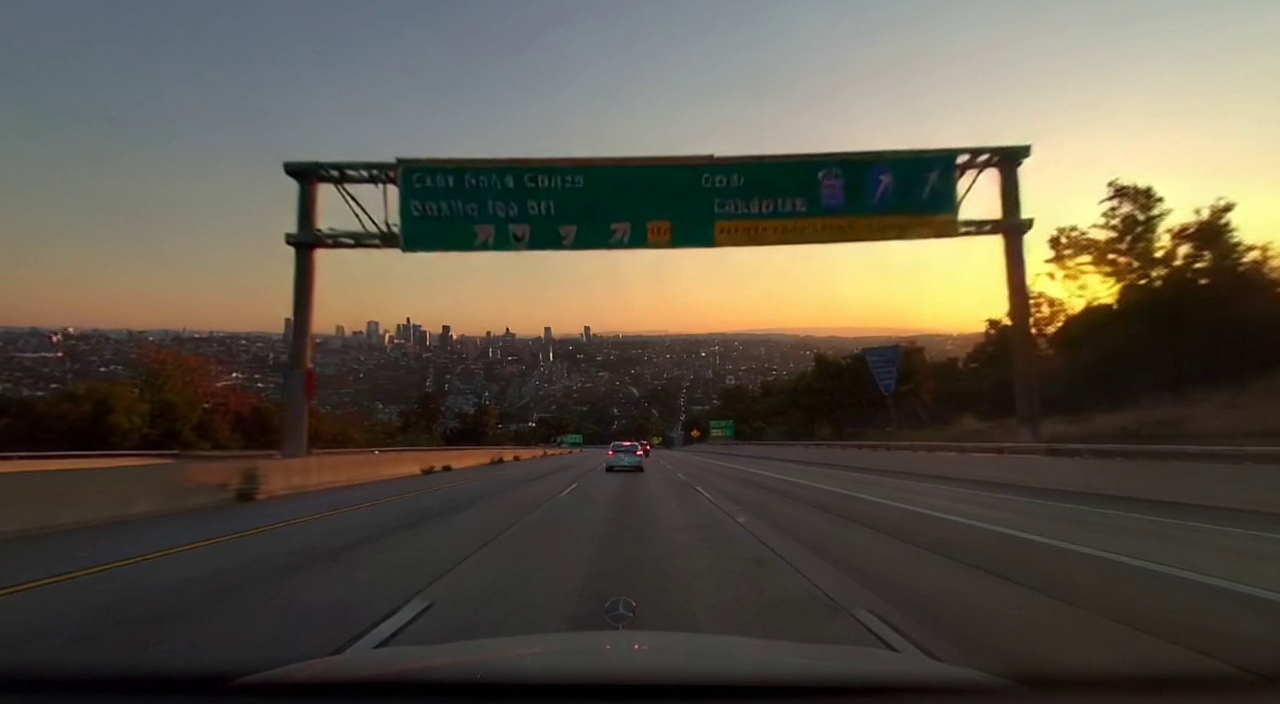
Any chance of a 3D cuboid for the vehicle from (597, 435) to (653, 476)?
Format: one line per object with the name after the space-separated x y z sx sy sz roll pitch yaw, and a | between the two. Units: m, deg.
-0.577 4.268 26.157 2.147 1.576 3.964 0 -8 0 | vehicle
